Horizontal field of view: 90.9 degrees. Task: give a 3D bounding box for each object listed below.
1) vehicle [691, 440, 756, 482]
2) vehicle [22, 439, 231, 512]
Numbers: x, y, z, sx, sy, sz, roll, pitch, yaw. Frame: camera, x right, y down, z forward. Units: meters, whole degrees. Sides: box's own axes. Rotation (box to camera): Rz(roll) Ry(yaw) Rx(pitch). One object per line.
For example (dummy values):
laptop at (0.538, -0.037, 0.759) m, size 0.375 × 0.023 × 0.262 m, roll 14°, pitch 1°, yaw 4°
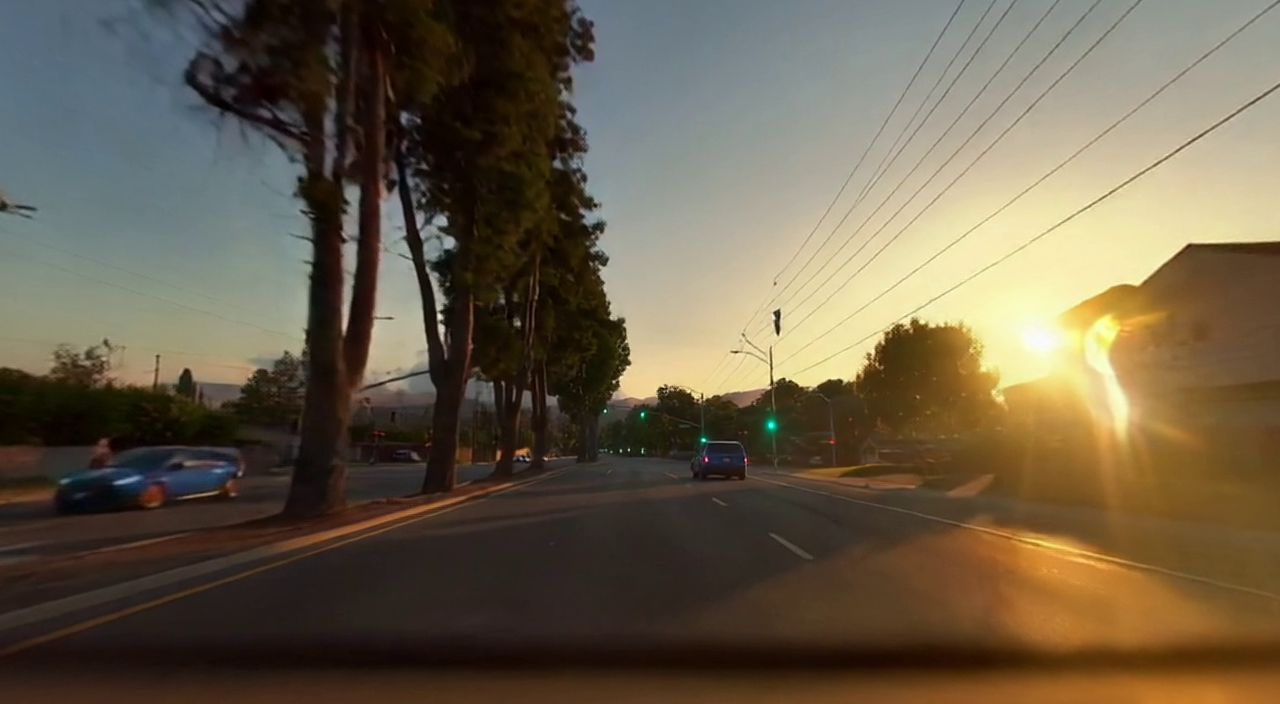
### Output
vehicle at (3.730, 4.963, 29.023) m, size 2.240 × 1.781 × 4.433 m, roll 0°, pitch -9°, yaw -2°
vehicle at (-13.384, 3.201, 16.881) m, size 1.925 × 1.670 × 4.371 m, roll 0°, pitch -9°, yaw -1°
